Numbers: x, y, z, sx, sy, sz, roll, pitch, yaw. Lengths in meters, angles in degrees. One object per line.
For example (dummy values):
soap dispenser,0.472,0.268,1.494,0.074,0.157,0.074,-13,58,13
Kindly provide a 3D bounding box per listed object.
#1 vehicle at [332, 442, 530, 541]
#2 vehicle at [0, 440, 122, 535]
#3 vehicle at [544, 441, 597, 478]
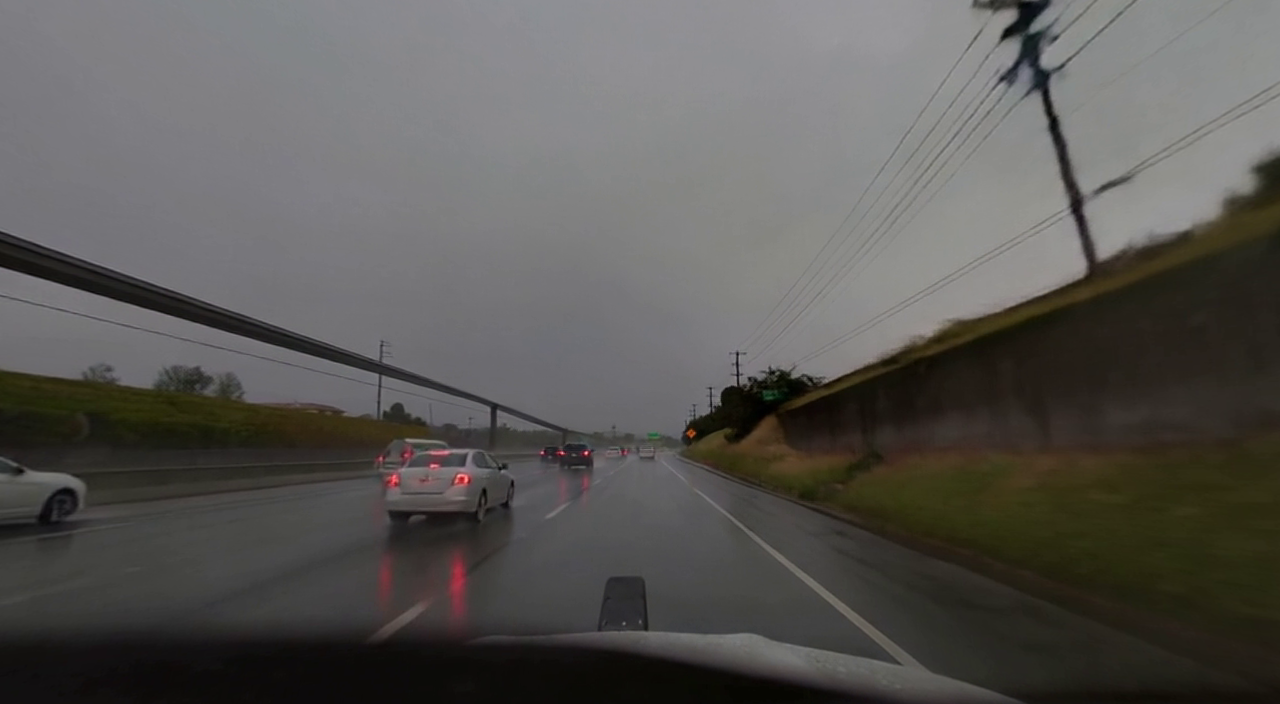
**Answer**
vehicle,-3.477,2.378,11.518,2.056,1.449,4.330,0,-8,1
vehicle,-11.188,2.132,9.833,1.978,1.498,4.940,0,-8,1
vehicle,-3.438,5.384,31.958,2.052,1.731,4.372,0,-8,2
